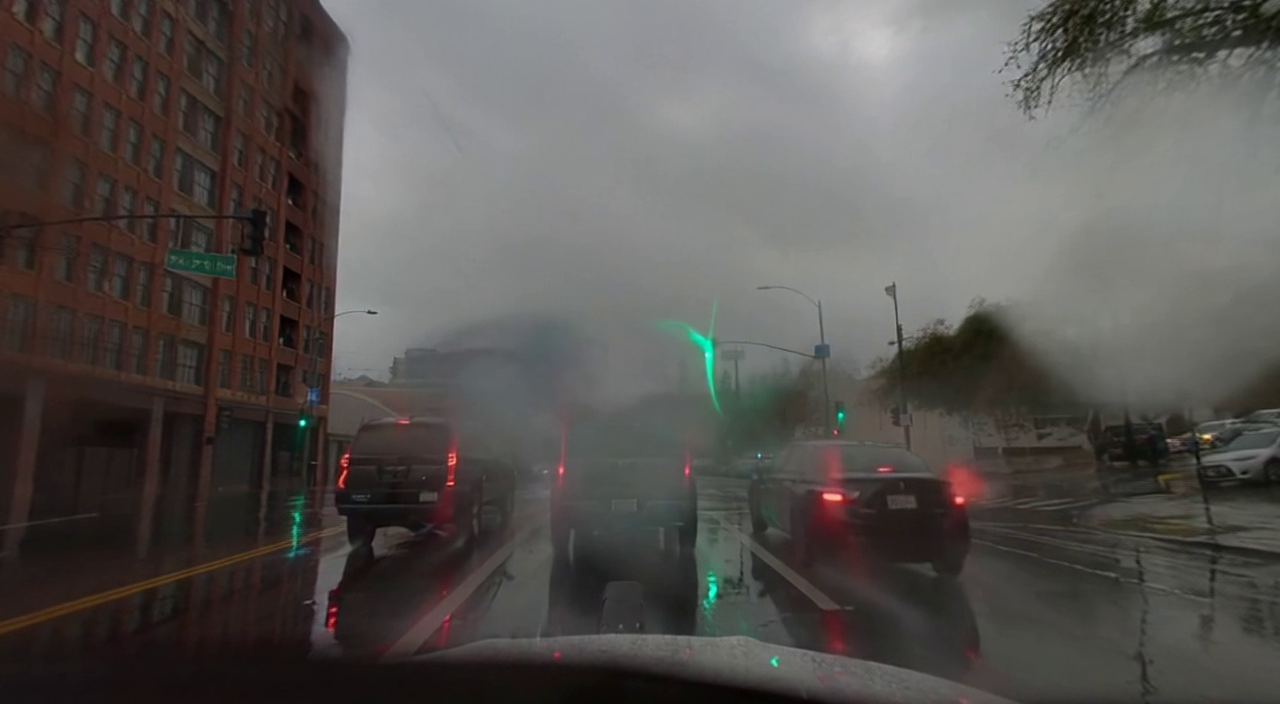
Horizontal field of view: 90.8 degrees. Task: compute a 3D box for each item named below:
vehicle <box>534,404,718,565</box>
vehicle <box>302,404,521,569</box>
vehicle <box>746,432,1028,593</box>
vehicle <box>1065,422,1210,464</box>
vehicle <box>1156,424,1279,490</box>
[{"bbox_3d":[-0.185,1.863,9.611,2.105,1.842,4.537,0,-8,-1],"label":"vehicle"},{"bbox_3d":[-2.953,1.814,9.256,1.855,1.812,4.244,0,-8,-4],"label":"vehicle"},{"bbox_3d":[2.635,1.793,7.963,1.852,1.462,4.155,0,-8,0],"label":"vehicle"},{"bbox_3d":[20.819,3.843,26.581,4.355,1.663,1.948,0,-8,1],"label":"vehicle"},{"bbox_3d":[17.432,2.938,17.617,4.547,1.720,1.624,0,-12,-1],"label":"vehicle"}]
